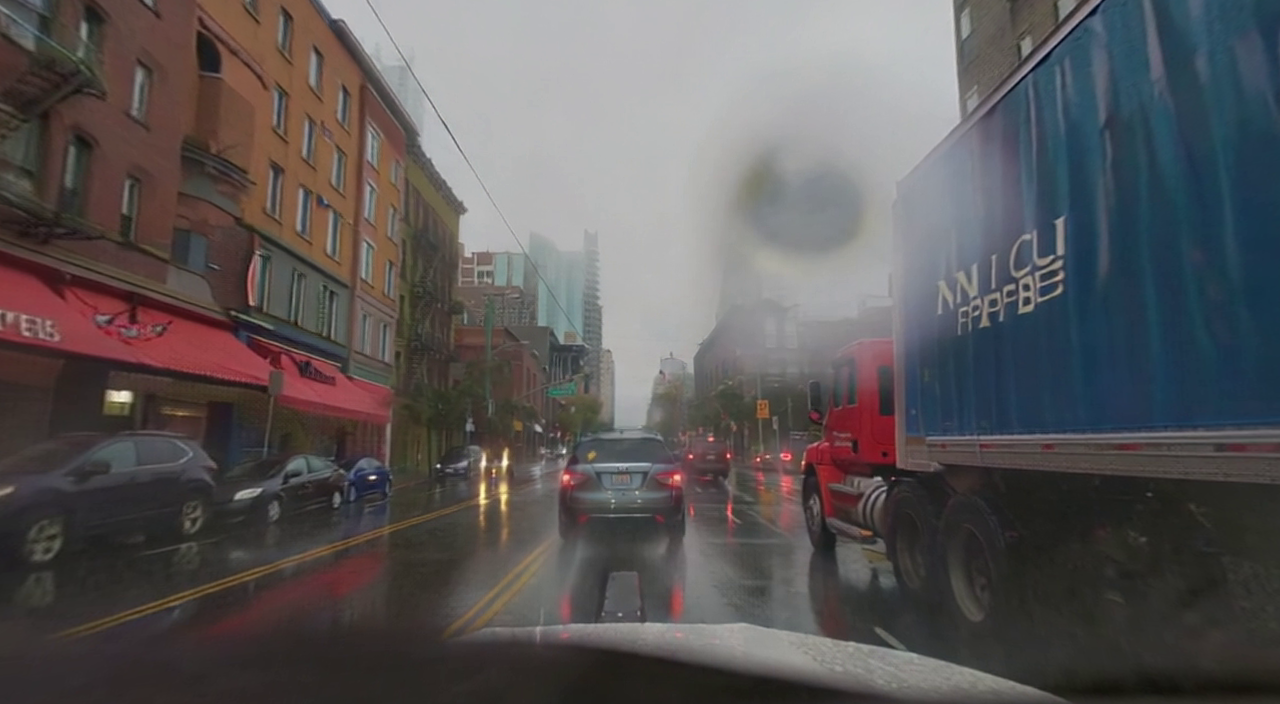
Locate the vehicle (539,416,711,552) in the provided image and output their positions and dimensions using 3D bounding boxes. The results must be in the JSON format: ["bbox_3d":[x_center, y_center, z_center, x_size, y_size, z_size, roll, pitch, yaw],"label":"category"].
[{"bbox_3d":[-0.214,2.091,10.740,2.283,1.783,4.548,0,-8,0],"label":"vehicle"}]

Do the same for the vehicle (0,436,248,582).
[{"bbox_3d":[-8.806,2.224,9.764,2.065,1.758,5.144,0,-8,2],"label":"vehicle"}]

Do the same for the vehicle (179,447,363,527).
[{"bbox_3d":[-8.844,3.214,15.682,1.896,1.652,4.269,0,-8,1],"label":"vehicle"}]

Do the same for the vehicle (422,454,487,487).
[{"bbox_3d":[-8.707,5.574,30.039,1.805,1.379,4.359,0,-8,-1],"label":"vehicle"}]

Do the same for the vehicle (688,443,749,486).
[{"bbox_3d":[3.288,4.795,27.328,2.159,1.696,4.316,0,-8,2],"label":"vehicle"}]

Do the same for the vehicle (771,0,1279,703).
[{"bbox_3d":[2.929,-0.026,2.112,2.913,3.771,9.716,0,-8,0],"label":"vehicle"}]

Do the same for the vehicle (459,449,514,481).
[{"bbox_3d":[-8.702,6.423,36.233,2.084,1.686,4.422,0,-8,-1],"label":"vehicle"}]
